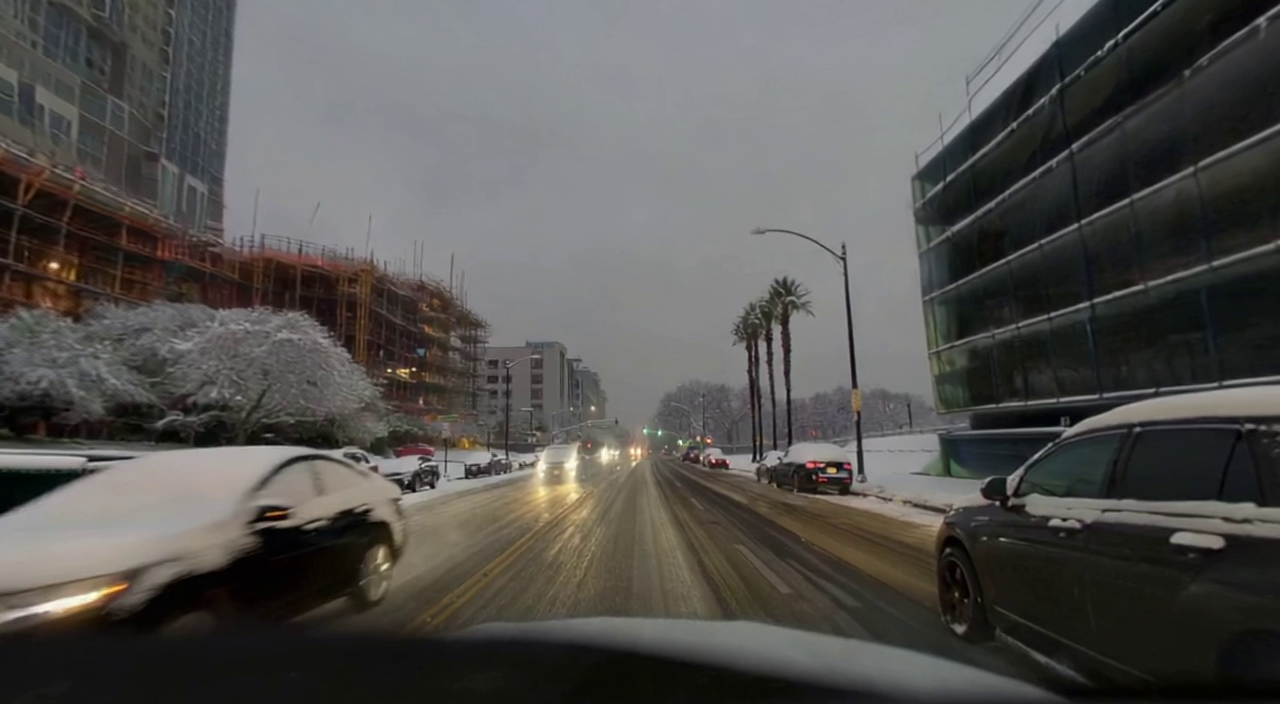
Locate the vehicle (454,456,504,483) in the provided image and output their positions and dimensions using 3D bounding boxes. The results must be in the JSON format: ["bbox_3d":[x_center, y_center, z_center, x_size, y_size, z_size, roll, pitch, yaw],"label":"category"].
[{"bbox_3d":[-9.704,7.128,38.413,1.826,1.445,4.325,-1,-8,1],"label":"vehicle"}]

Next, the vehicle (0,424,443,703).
[{"bbox_3d":[-3.301,1.393,4.958,2.058,1.490,4.406,0,-8,0],"label":"vehicle"}]

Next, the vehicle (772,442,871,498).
[{"bbox_3d":[6.256,4.099,22.405,1.981,1.768,4.405,0,-8,-3],"label":"vehicle"}]

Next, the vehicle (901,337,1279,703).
[{"bbox_3d":[3.138,0.910,2.901,1.953,1.687,4.344,0,-8,-1],"label":"vehicle"}]

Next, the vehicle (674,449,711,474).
[{"bbox_3d":[3.308,7.064,40.838,1.999,1.487,3.939,0,-8,-1],"label":"vehicle"}]

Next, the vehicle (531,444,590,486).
[{"bbox_3d":[-3.535,5.103,28.891,2.096,1.716,4.300,0,-8,1],"label":"vehicle"}]
